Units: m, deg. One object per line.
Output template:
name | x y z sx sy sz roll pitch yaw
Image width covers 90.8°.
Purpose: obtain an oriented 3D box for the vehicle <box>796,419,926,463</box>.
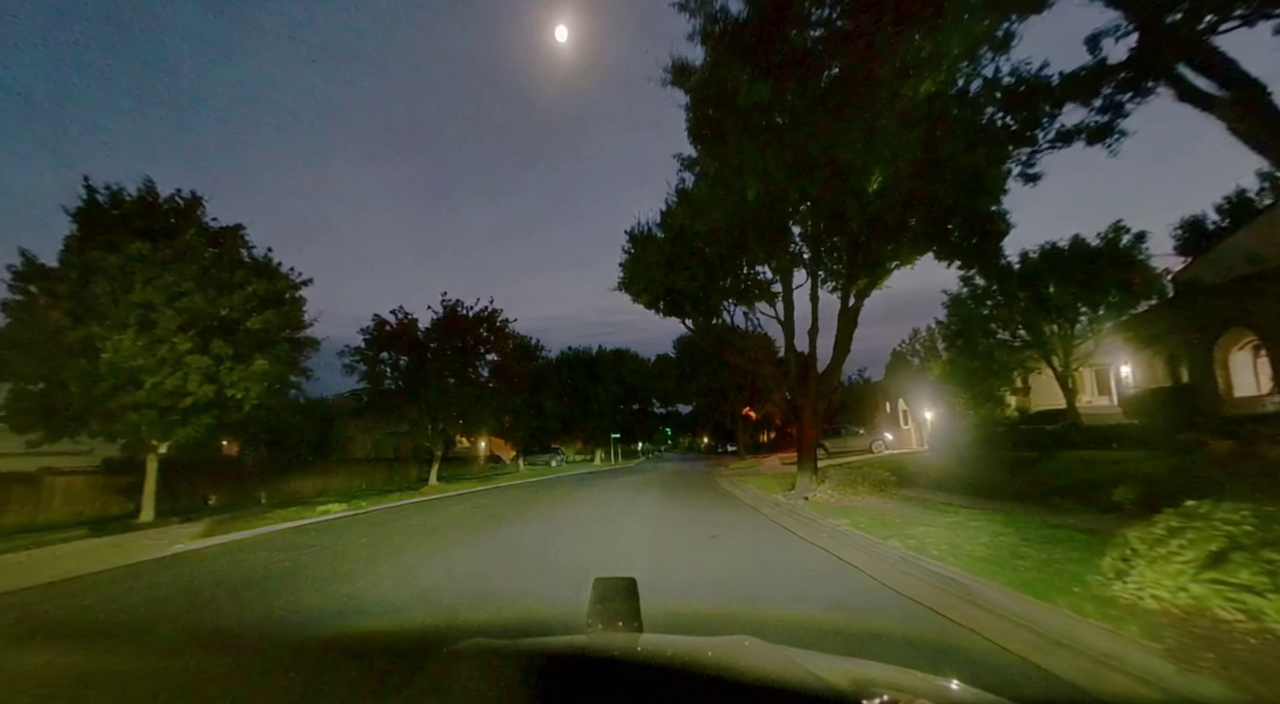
vehicle | 11.594 4.764 33.640 6.053 2.240 2.582 -1 -9 7
